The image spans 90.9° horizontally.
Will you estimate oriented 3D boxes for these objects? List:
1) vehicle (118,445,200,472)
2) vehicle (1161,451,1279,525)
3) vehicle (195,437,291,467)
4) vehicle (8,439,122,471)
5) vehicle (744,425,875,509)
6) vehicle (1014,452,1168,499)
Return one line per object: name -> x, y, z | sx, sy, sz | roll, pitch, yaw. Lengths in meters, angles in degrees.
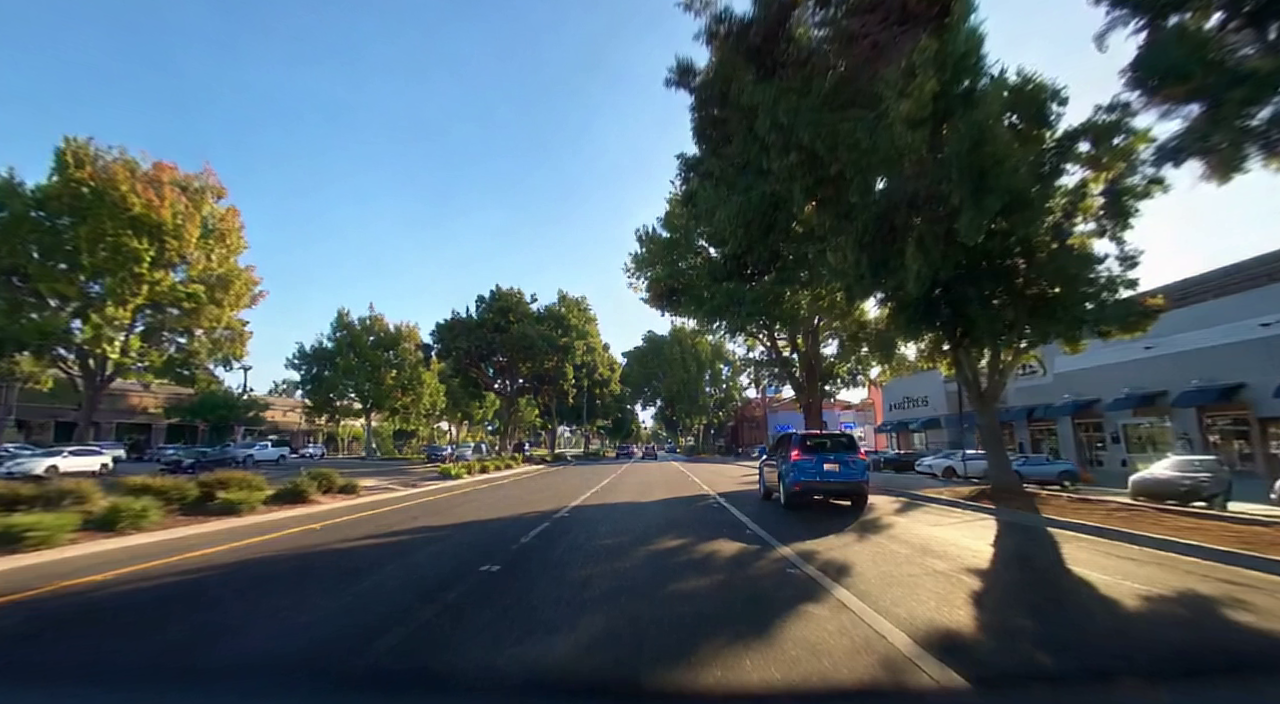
vehicle -> -31.099, 6.881, 40.909 | 1.886, 1.606, 4.230 | 0, -8, 1
vehicle -> 17.175, 3.539, 16.631 | 4.813, 1.797, 2.055 | -1, -9, 5
vehicle -> -28.227, 7.123, 45.232 | 2.344, 1.946, 6.771 | -1, -8, 2
vehicle -> -36.535, 6.526, 40.302 | 2.119, 1.884, 5.390 | 0, -8, 1
vehicle -> 4.017, 2.803, 15.809 | 2.024, 1.773, 4.431 | 0, -8, 0
vehicle -> 17.691, 4.851, 24.936 | 4.433, 1.729, 2.033 | 0, -9, 3
